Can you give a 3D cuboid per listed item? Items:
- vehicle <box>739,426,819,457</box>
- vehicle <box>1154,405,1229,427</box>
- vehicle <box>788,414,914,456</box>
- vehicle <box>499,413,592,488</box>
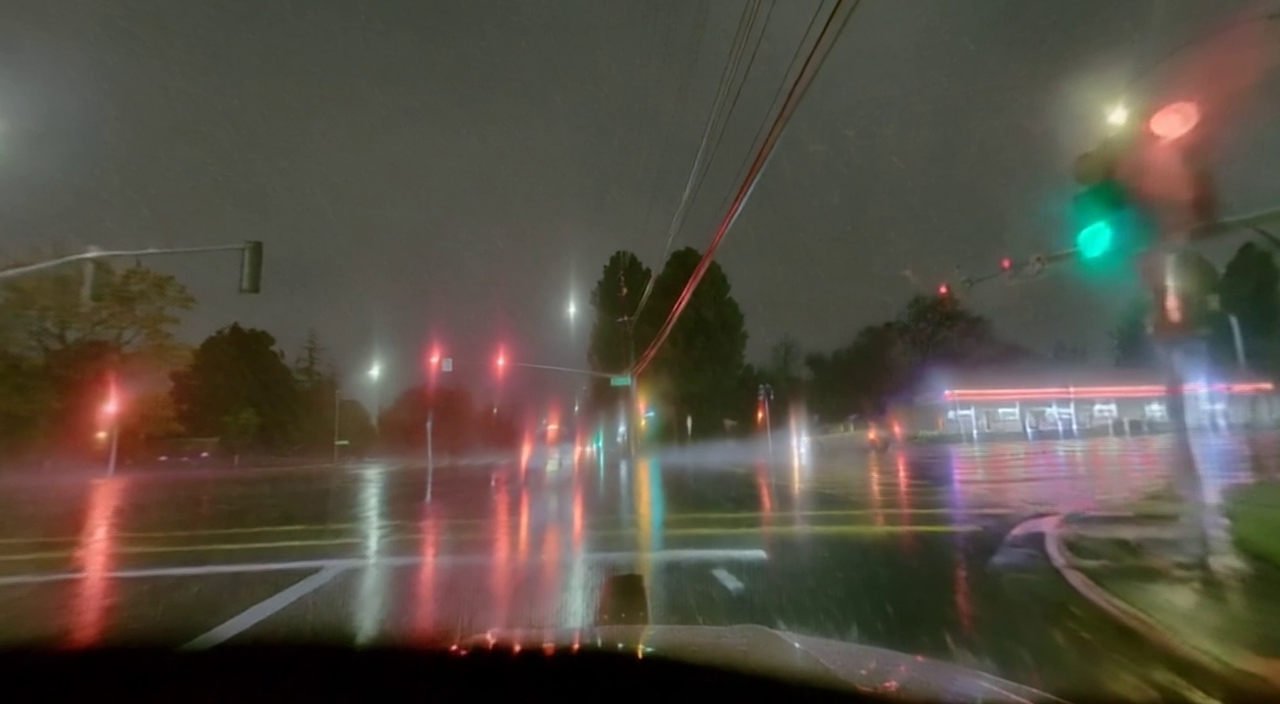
[{"bbox_3d":[7.524,4.896,34.340,3.990,1.548,1.780,-1,-8,4],"label":"vehicle"},{"bbox_3d":[38.934,4.559,44.360,3.805,1.451,1.641,0,-8,-3],"label":"vehicle"},{"bbox_3d":[9.870,3.909,29.632,5.149,1.725,1.964,-1,-8,-5],"label":"vehicle"},{"bbox_3d":[-2.587,2.857,18.425,2.300,1.868,4.690,0,-8,-4],"label":"vehicle"}]
